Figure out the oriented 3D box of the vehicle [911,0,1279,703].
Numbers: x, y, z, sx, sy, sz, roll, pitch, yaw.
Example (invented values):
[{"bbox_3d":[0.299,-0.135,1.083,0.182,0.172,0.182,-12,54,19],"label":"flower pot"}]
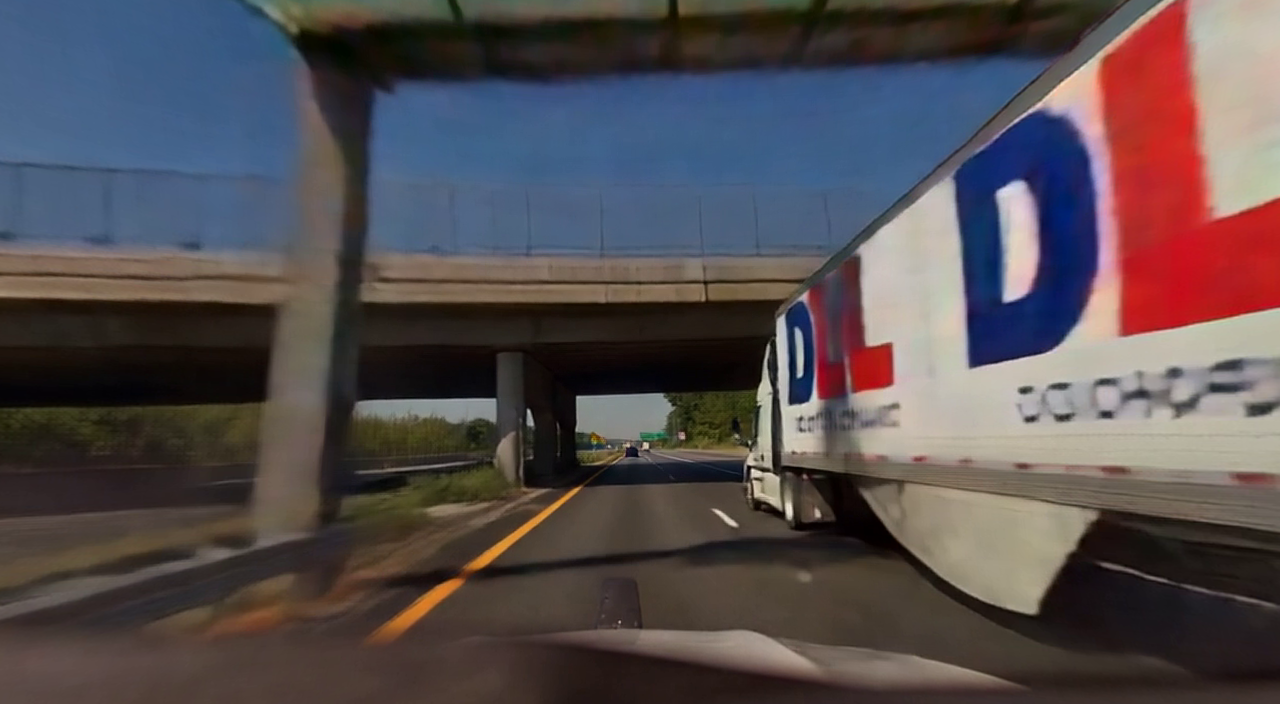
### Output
[{"bbox_3d":[3.787,-0.572,1.036,2.879,4.075,8.126,0,-9,-1],"label":"vehicle"}]
